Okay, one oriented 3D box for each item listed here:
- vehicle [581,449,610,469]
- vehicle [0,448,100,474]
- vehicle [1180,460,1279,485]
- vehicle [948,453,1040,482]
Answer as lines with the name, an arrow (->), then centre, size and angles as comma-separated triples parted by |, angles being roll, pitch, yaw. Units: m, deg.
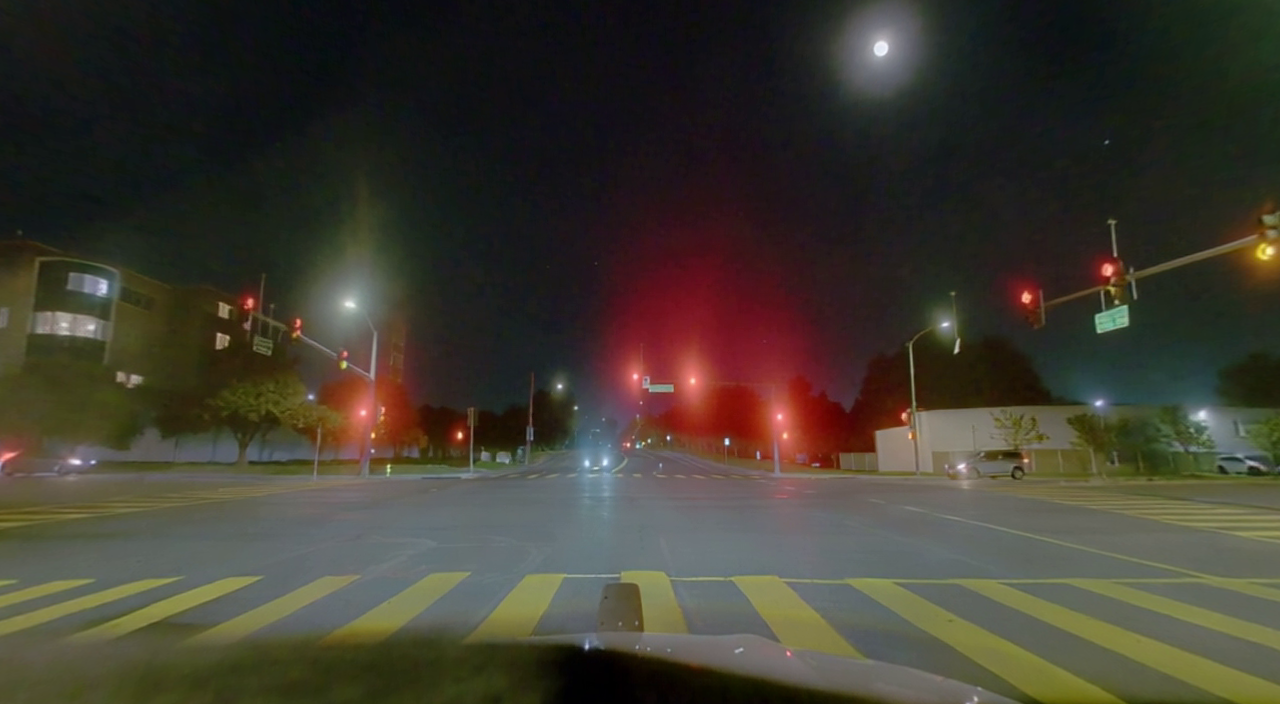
vehicle -> -3.463, 8.372, 49.301 | 1.908, 1.441, 4.142 | 0, -8, 1
vehicle -> -35.151, 6.417, 37.171 | 4.741, 1.447, 1.807 | 0, -9, 0
vehicle -> 36.213, 7.312, 38.297 | 4.976, 1.428, 1.929 | 0, -8, -2
vehicle -> 21.088, 6.874, 37.580 | 4.447, 1.623, 1.801 | 0, -9, -3
